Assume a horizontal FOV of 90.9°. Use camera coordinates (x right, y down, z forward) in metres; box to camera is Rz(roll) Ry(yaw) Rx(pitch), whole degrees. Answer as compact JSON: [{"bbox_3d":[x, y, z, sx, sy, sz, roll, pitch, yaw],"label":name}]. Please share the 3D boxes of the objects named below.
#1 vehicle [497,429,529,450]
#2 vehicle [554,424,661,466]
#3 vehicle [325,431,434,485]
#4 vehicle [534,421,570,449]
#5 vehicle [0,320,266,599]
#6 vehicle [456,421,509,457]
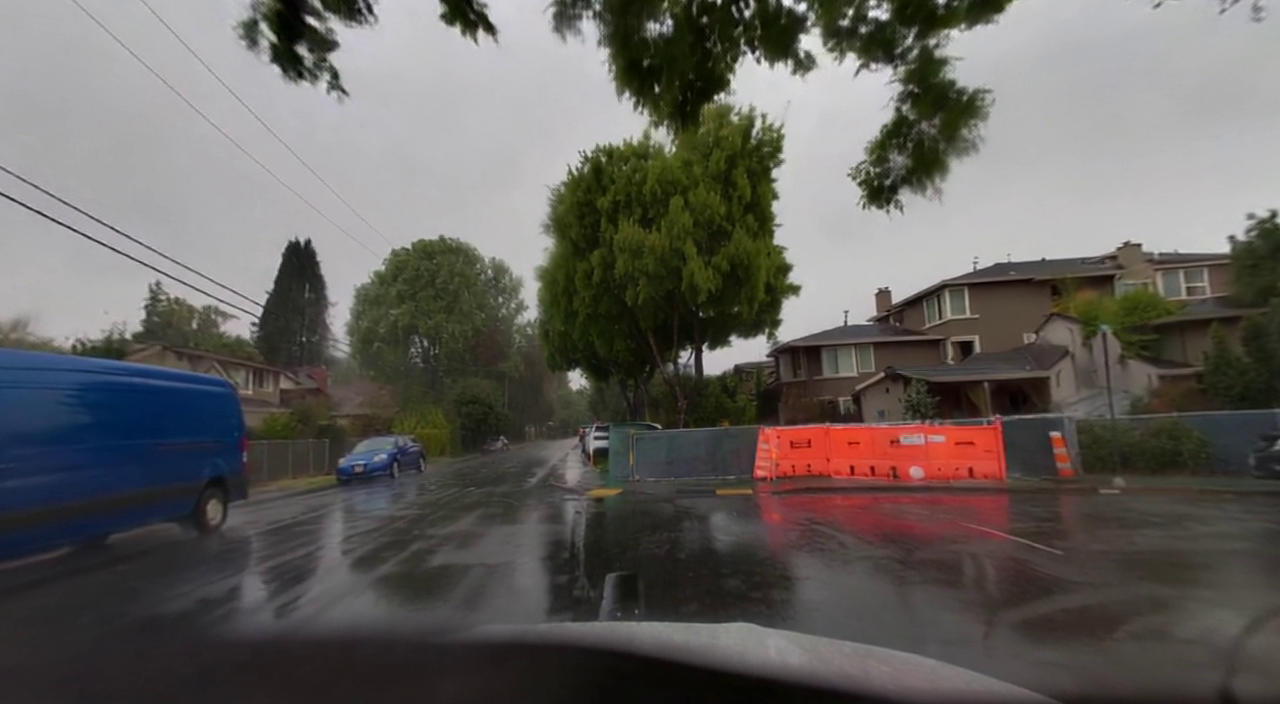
[{"bbox_3d":[-9.577,6.634,47.657,1.765,1.493,4.130,0,-7,-4],"label":"vehicle"},{"bbox_3d":[-1.148,3.537,24.236,1.827,1.436,4.070,-6,-10,39],"label":"vehicle"},{"bbox_3d":[-8.037,3.263,19.879,1.899,1.524,4.082,0,-7,-4],"label":"vehicle"},{"bbox_3d":[-6.578,6.263,47.724,2.219,1.984,4.712,0,-7,-3],"label":"vehicle"},{"bbox_3d":[-7.025,1.128,6.836,2.284,2.500,7.006,-2,-6,-5],"label":"vehicle"},{"bbox_3d":[-9.125,5.084,36.920,2.042,1.937,4.960,0,-7,-3],"label":"vehicle"}]
